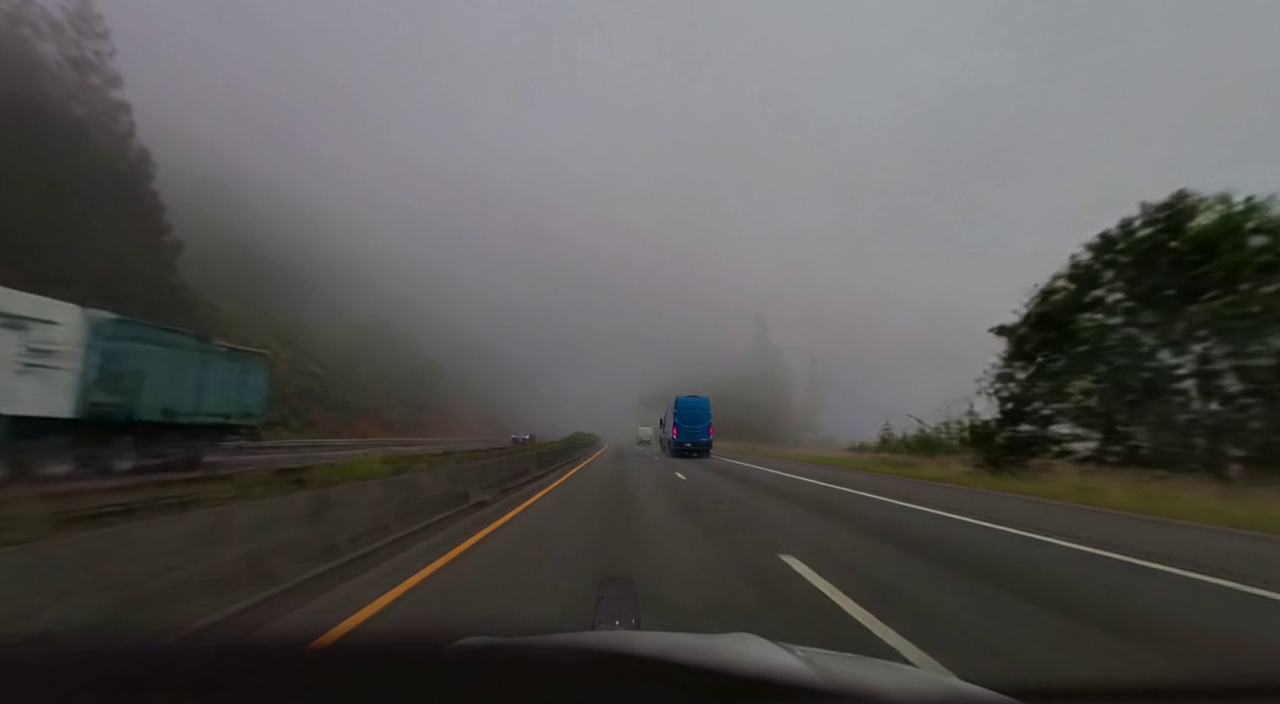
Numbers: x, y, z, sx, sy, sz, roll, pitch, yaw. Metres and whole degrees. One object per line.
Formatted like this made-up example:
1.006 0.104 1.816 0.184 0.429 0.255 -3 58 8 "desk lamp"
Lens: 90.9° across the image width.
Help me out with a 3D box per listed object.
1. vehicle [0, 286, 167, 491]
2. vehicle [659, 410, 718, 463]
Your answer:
-13.205 0.537 10.610 2.816 3.740 9.966 0 -8 -1 "vehicle"
2.493 4.602 34.318 2.570 2.596 6.082 0 -8 -2 "vehicle"
